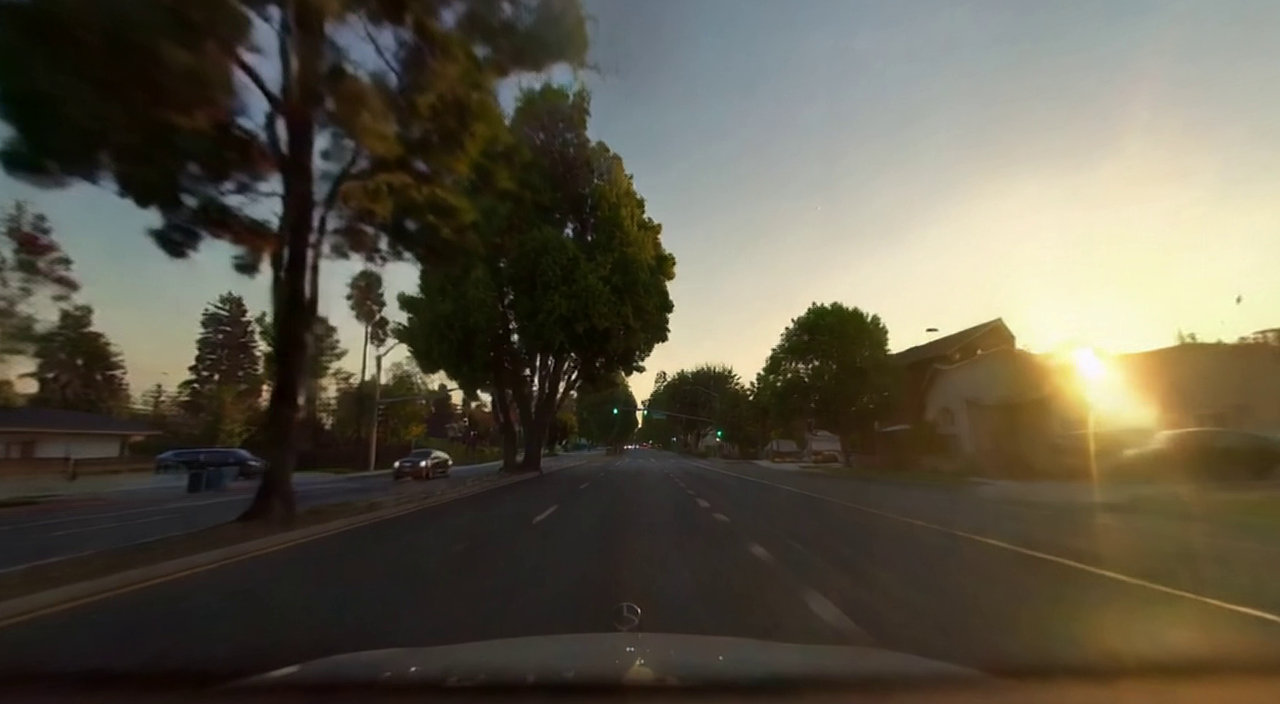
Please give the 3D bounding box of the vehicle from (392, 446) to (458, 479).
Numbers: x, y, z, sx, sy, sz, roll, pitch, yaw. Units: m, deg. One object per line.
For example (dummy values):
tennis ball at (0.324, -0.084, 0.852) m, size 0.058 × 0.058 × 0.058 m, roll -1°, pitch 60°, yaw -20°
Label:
vehicle at (-11.992, 6.177, 35.545) m, size 2.033 × 1.693 × 4.551 m, roll 0°, pitch -9°, yaw 1°
